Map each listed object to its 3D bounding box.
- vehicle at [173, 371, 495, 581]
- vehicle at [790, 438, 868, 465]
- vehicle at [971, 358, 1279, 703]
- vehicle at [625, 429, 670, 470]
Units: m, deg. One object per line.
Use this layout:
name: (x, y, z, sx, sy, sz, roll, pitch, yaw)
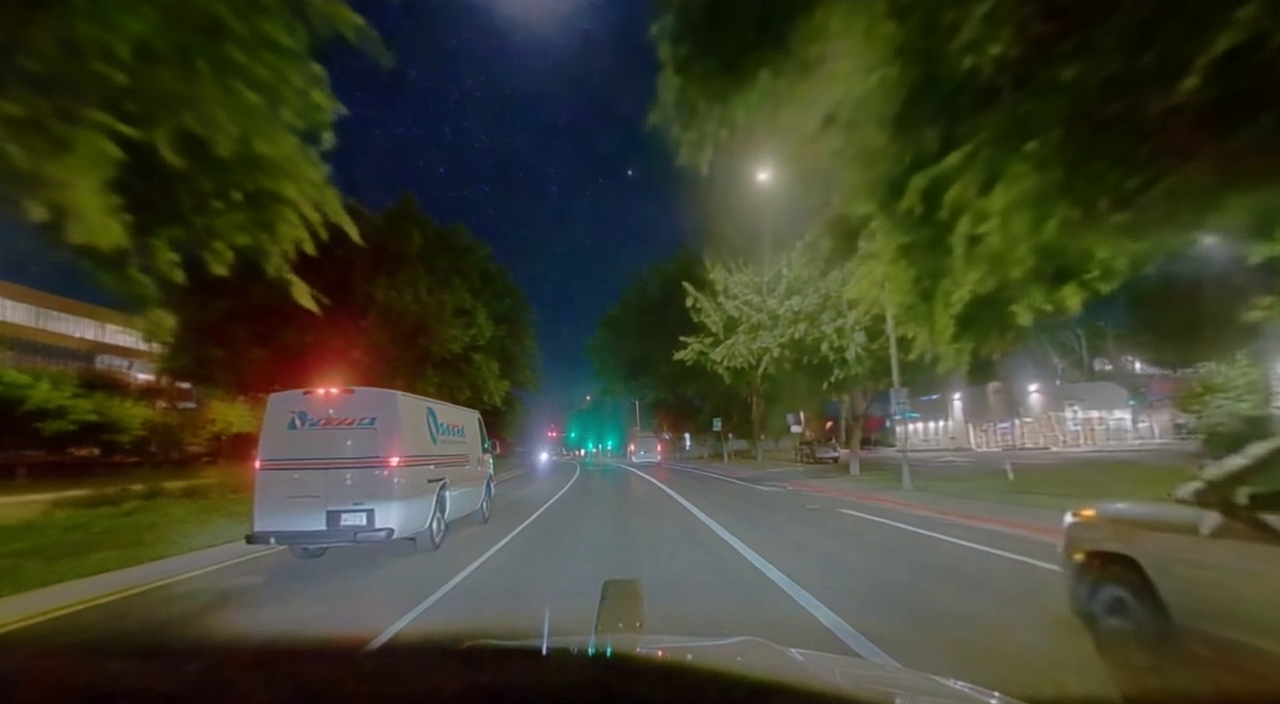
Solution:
vehicle: (-3.778, 1.674, 9.080, 2.420, 2.227, 4.499, 0, -9, -2)
vehicle: (11.838, 6.280, 39.790, 4.117, 1.627, 2.086, 1, -9, -6)
vehicle: (3.587, 0.837, 2.353, 2.087, 1.658, 4.612, 0, -9, -1)
vehicle: (0.438, 6.636, 42.766, 2.397, 2.566, 5.324, 1, -9, -6)
